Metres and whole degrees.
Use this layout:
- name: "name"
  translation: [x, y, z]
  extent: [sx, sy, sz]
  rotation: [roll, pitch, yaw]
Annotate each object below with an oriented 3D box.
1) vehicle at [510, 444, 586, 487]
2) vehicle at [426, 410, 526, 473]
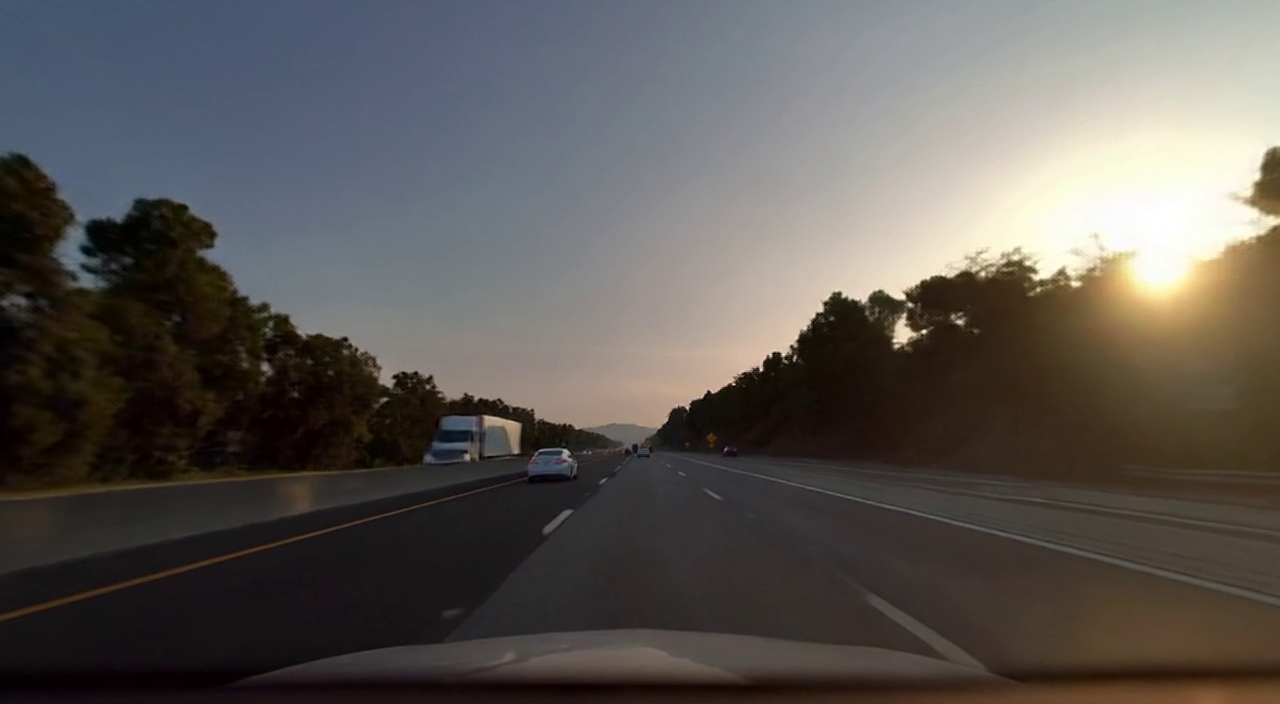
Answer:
- name: "vehicle"
  translation: [-3.438, 4.342, 24.439]
  extent: [2.162, 1.493, 4.583]
  rotation: [-1, -9, 1]
- name: "vehicle"
  translation: [-10.567, 6.131, 42.619]
  extent: [3.090, 3.520, 13.662]
  rotation: [-1, -9, 0]
